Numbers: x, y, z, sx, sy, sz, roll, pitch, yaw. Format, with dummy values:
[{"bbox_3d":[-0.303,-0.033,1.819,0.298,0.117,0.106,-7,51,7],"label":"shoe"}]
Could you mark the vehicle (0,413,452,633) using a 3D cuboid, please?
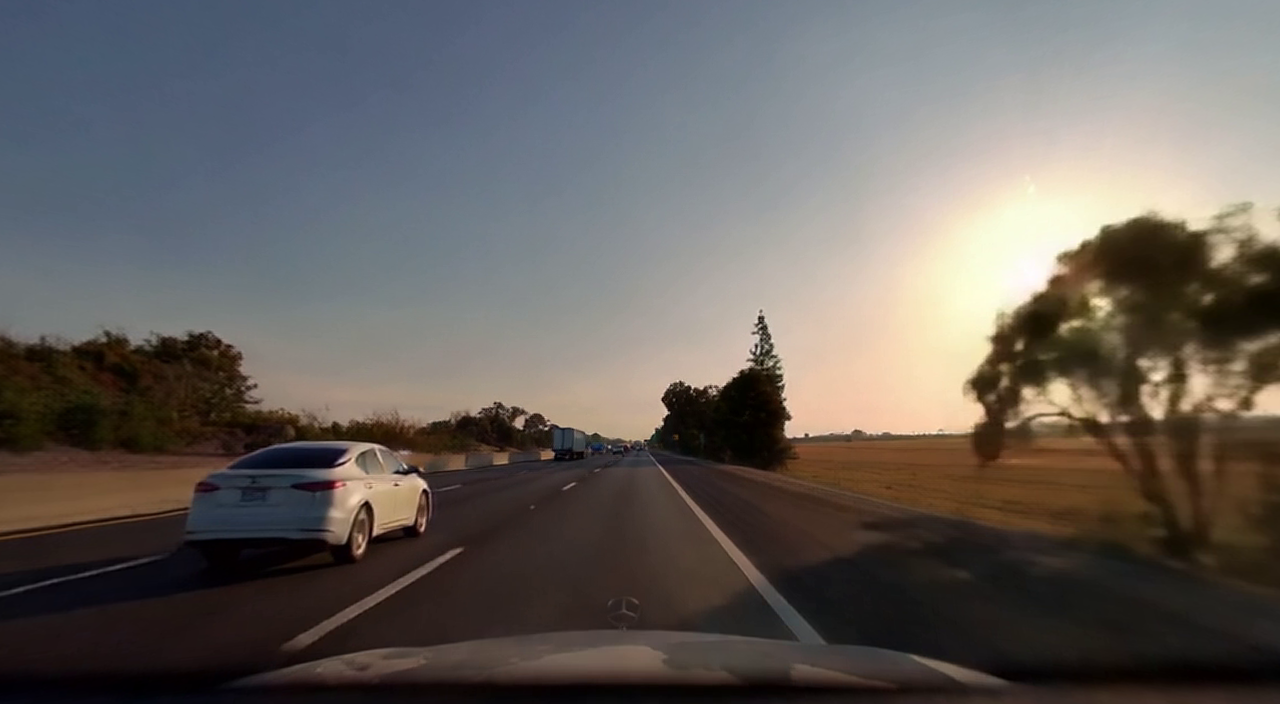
[{"bbox_3d":[-3.870,1.592,6.982,2.028,1.553,4.820,0,-9,1],"label":"vehicle"}]
